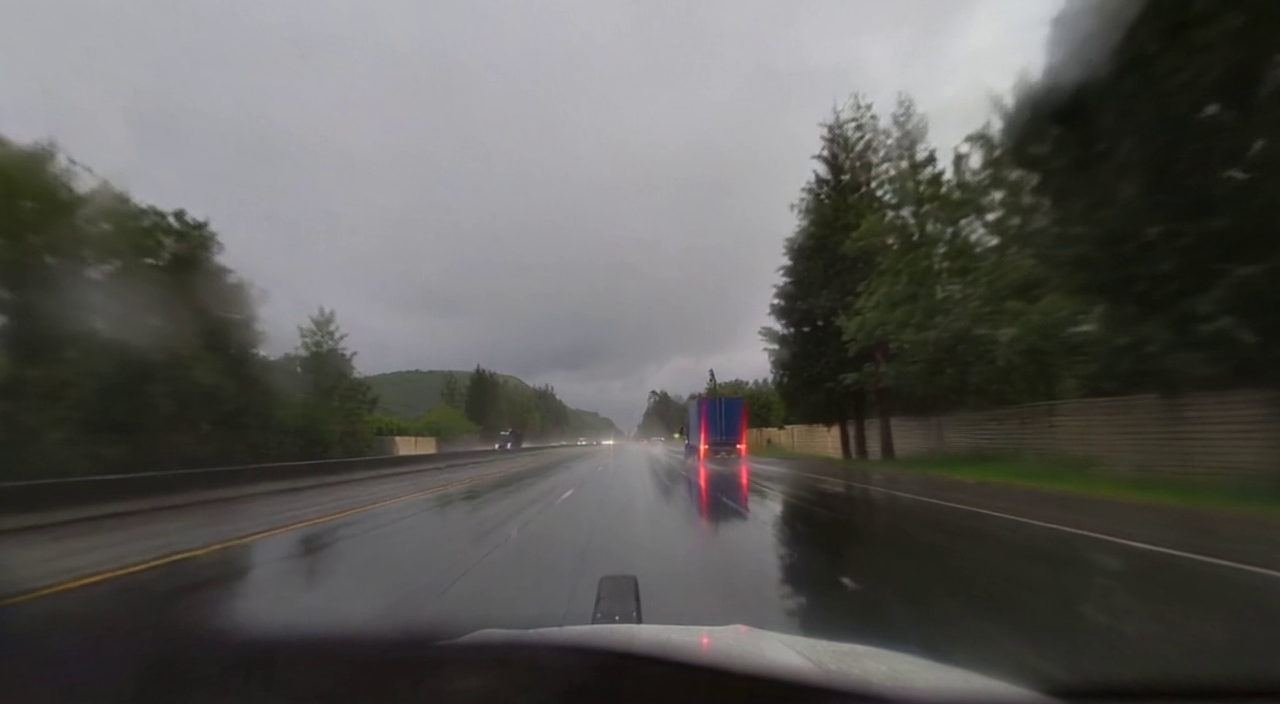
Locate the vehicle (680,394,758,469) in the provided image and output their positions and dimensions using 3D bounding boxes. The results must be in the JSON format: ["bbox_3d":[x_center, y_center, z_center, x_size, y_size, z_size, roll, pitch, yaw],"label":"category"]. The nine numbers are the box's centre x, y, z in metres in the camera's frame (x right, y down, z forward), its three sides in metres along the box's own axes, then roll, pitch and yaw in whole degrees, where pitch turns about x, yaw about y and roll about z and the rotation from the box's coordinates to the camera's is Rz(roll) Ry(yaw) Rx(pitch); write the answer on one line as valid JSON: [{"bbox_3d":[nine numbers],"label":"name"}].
[{"bbox_3d":[3.807,4.118,32.309,2.766,3.349,7.796,0,-8,-1],"label":"vehicle"}]
